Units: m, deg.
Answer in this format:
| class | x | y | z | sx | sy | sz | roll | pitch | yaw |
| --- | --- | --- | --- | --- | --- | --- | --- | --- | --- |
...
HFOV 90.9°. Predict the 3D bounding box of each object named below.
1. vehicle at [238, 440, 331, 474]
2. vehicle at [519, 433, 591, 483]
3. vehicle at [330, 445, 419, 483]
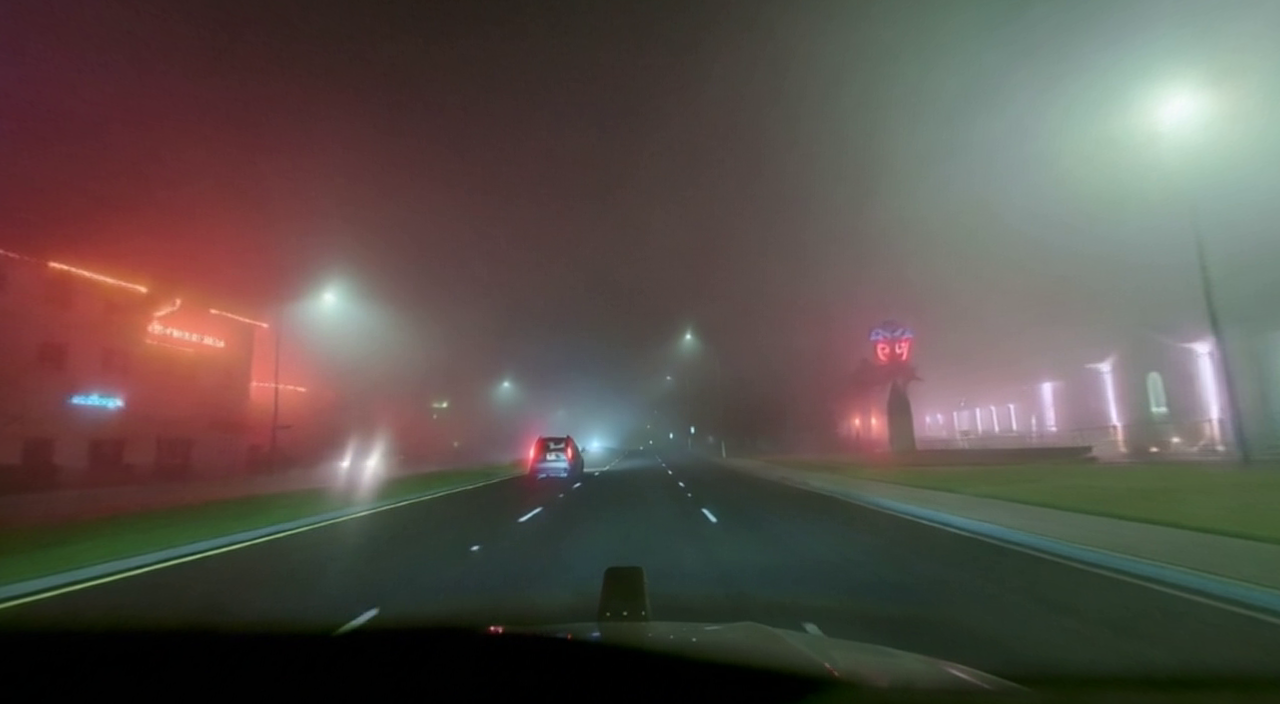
| class | x | y | z | sx | sy | sz | roll | pitch | yaw |
| --- | --- | --- | --- | --- | --- | --- | --- | --- | --- |
| vehicle | -22.266 | 6.590 | 39.819 | 2.452 | 1.859 | 5.964 | -3 | -9 | 0 |
| vehicle | -3.109 | 3.997 | 24.080 | 2.062 | 1.693 | 4.669 | 0 | -8 | 1 |
| vehicle | -11.114 | 4.696 | 26.731 | 1.930 | 1.480 | 4.115 | 0 | -8 | 1 |
